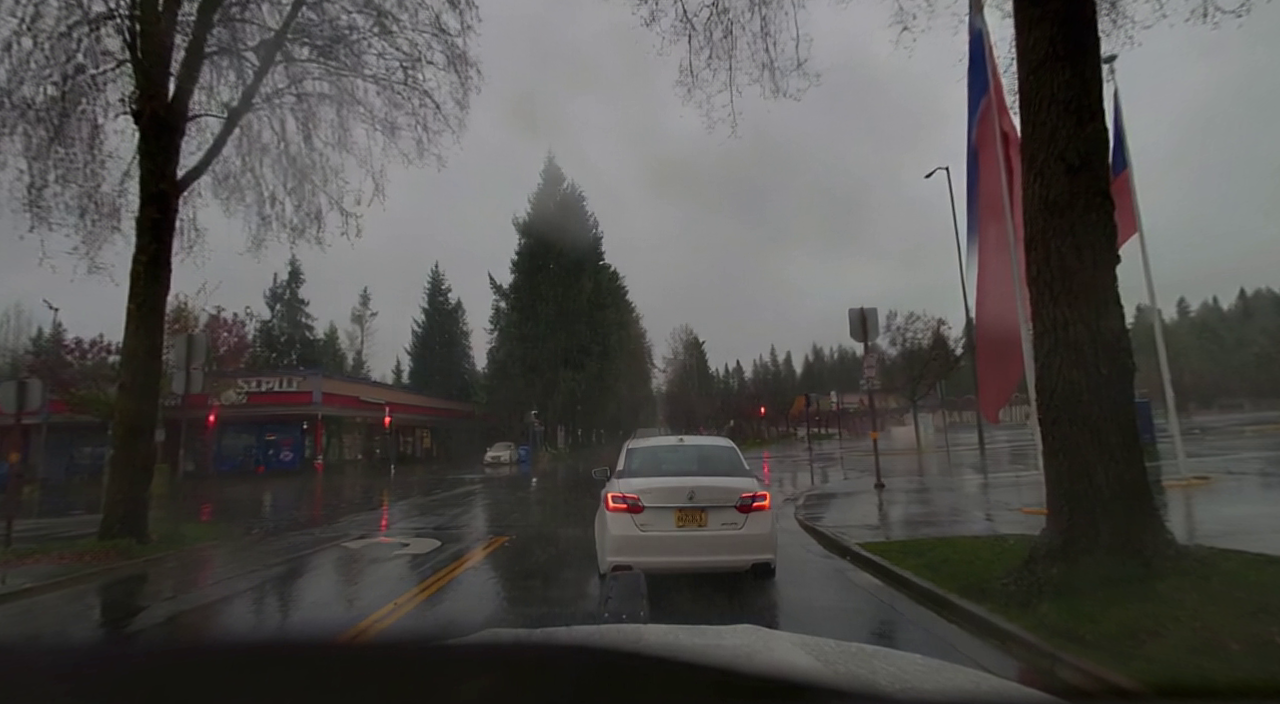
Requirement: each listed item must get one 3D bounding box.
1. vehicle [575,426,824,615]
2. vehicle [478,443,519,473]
[{"bbox_3d":[0.385,1.618,6.900,1.985,1.463,3.647,0,-9,-3],"label":"vehicle"},{"bbox_3d":[-9.992,7.495,44.750,2.212,1.948,4.537,0,-9,-5],"label":"vehicle"}]
